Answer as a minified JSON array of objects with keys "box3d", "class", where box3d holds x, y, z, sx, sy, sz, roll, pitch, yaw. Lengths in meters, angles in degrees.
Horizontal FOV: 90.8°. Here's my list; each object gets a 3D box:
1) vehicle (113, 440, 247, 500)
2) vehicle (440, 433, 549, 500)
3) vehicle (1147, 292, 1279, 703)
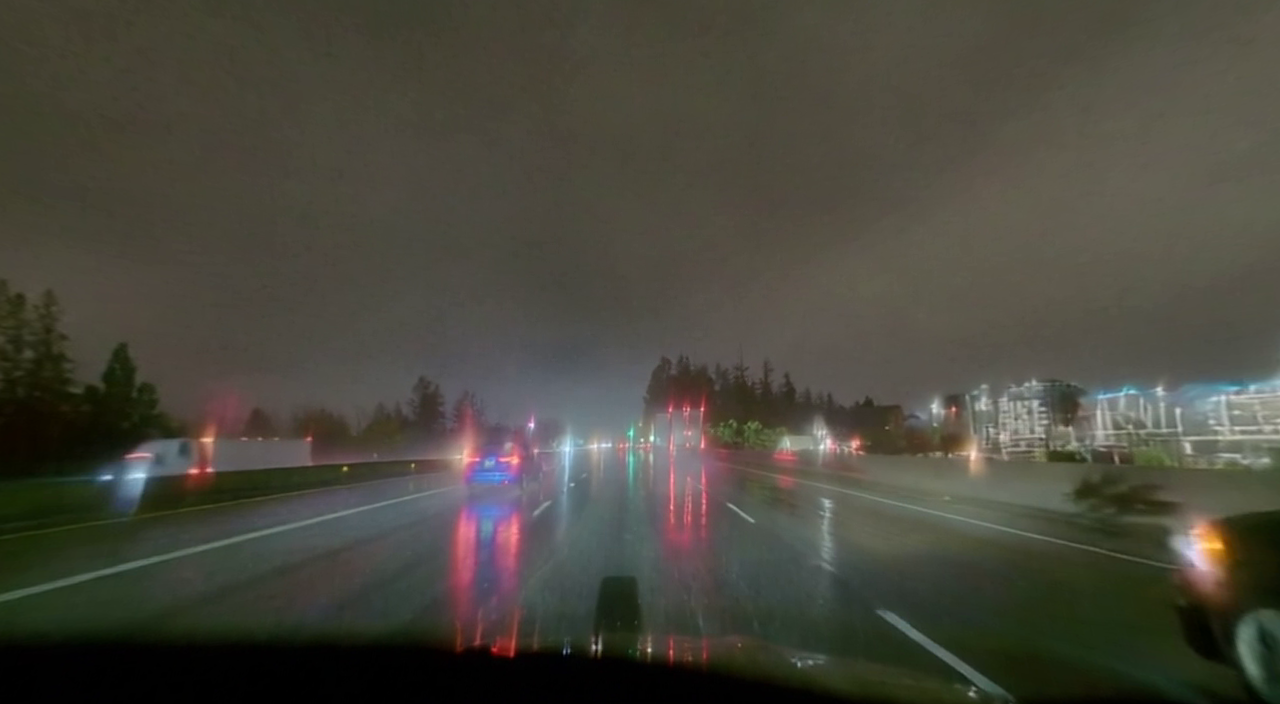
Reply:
[{"box3d":[-33.034,8.419,46.025,2.948,3.897,8.777,0,-8,0],"class":"vehicle"},{"box3d":[-3.873,3.114,17.696,1.903,1.607,4.770,0,-8,0],"class":"vehicle"},{"box3d":[3.382,0.413,0.563,2.065,1.760,4.488,0,-8,0],"class":"vehicle"}]
